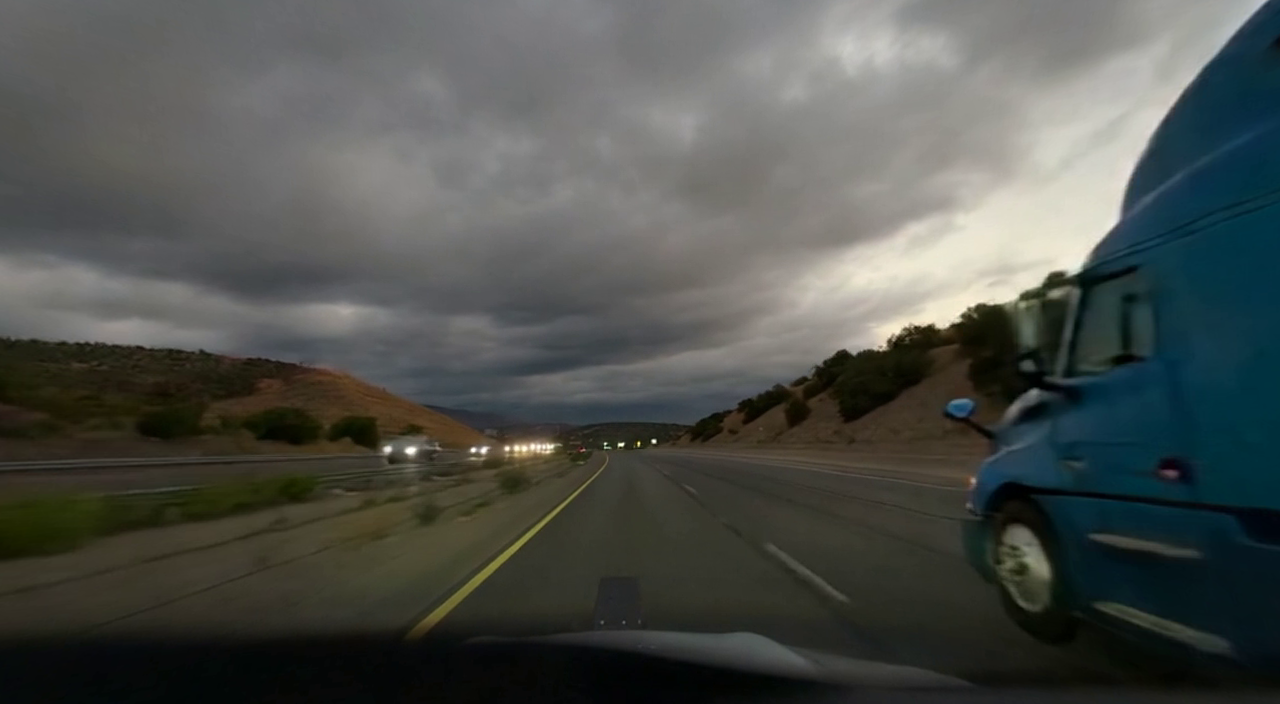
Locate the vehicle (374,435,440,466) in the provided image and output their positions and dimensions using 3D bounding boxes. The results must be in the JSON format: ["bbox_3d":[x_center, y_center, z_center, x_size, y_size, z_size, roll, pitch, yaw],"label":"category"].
[{"bbox_3d":[-15.277,6.475,41.745,2.249,1.861,5.837,0,-8,-1],"label":"vehicle"}]
